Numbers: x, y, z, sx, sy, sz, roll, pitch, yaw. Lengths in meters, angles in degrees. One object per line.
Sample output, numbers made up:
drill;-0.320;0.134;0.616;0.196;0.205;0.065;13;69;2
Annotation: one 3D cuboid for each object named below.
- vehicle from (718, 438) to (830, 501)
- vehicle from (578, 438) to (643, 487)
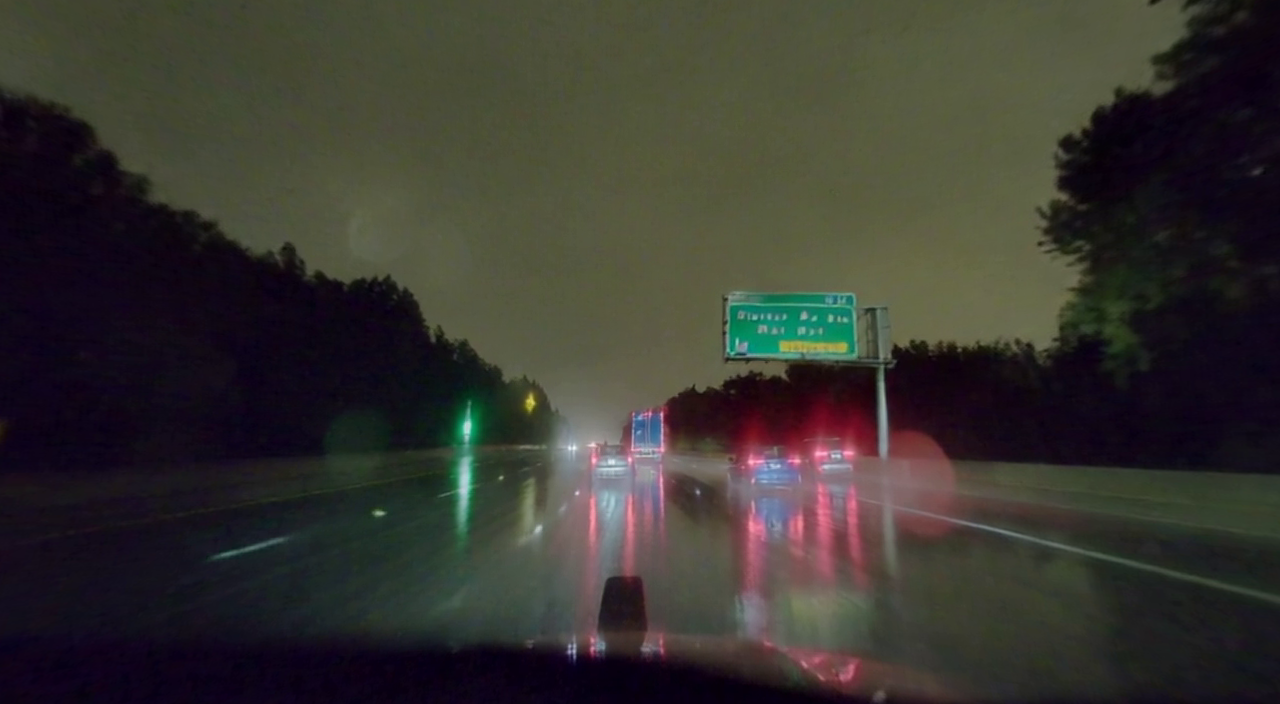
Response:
vehicle;3.502;3.149;17.364;1.971;1.472;4.301;0;-9;-2
vehicle;-0.985;3.762;21.855;2.020;1.516;3.951;0;-9;-1
